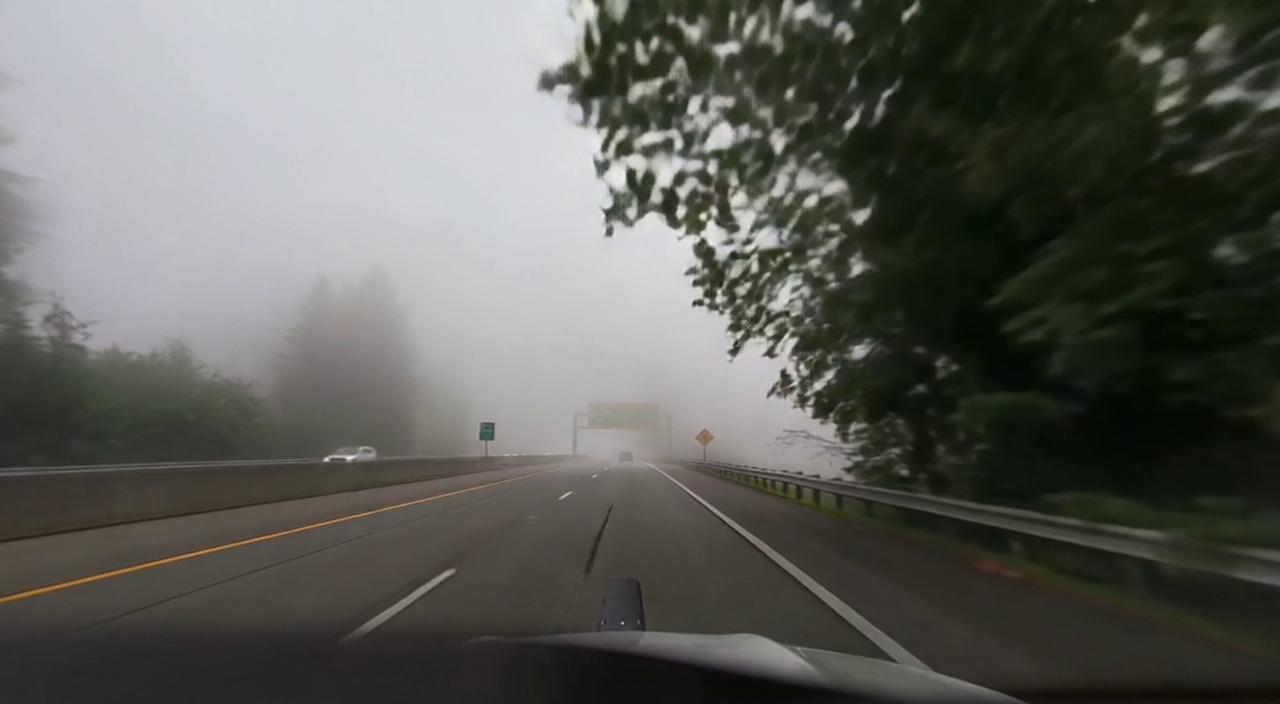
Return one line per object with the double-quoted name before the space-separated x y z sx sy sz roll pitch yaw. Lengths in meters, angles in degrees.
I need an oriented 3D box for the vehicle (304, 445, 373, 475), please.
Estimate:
"vehicle" -15.788 5.701 33.256 1.759 1.459 3.931 0 -9 -1
